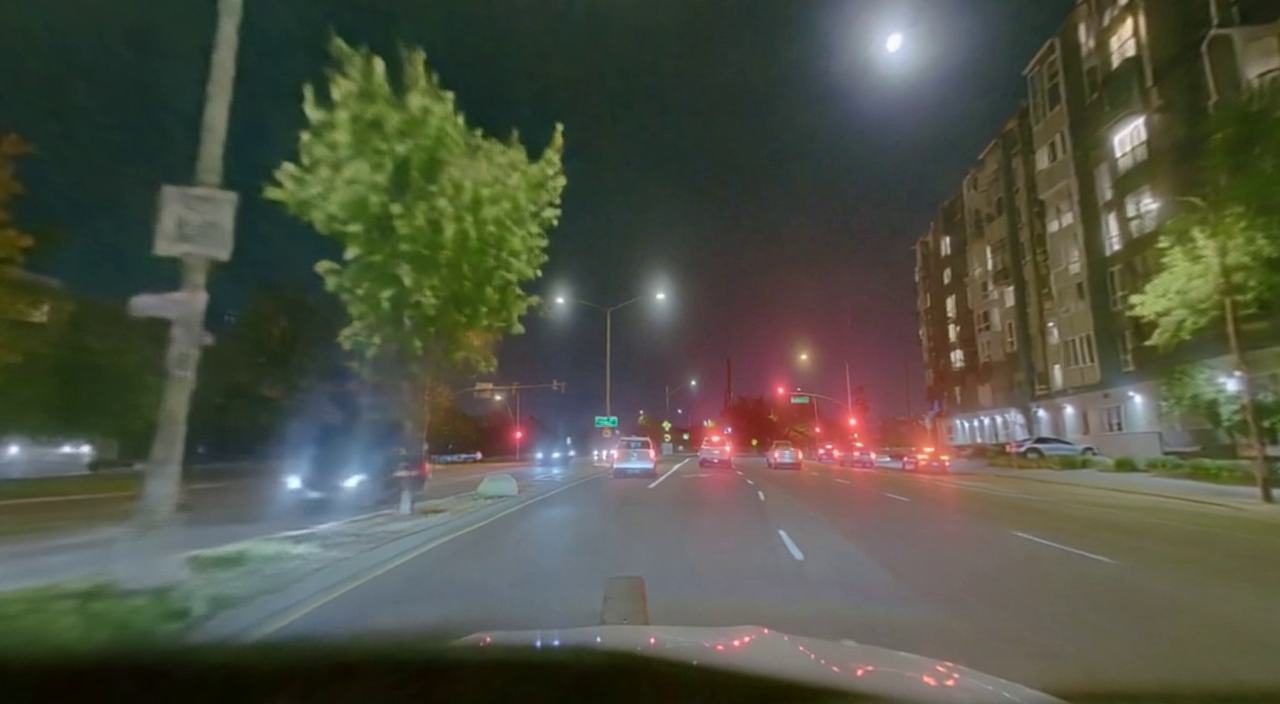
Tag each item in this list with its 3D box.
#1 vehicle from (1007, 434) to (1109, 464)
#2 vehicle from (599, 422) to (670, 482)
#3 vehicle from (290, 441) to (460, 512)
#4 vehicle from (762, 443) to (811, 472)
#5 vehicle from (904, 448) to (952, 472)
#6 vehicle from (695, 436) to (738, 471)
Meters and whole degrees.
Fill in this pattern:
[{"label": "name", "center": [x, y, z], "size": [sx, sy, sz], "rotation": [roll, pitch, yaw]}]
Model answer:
[{"label": "vehicle", "center": [27.715, 6.451, 42.004], "size": [5.050, 1.756, 2.206], "rotation": [-3, -10, 8]}, {"label": "vehicle", "center": [-0.090, 3.956, 25.156], "size": [2.396, 2.143, 4.824], "rotation": [-1, -8, 5]}, {"label": "vehicle", "center": [-6.254, 2.957, 15.572], "size": [1.955, 1.460, 4.434], "rotation": [-1, -8, 5]}, {"label": "vehicle", "center": [8.287, 5.982, 35.994], "size": [2.075, 1.486, 4.316], "rotation": [-1, -8, 5]}, {"label": "vehicle", "center": [18.531, 6.954, 40.744], "size": [1.706, 1.474, 3.761], "rotation": [-1, -9, 7]}, {"label": "vehicle", "center": [4.255, 5.664, 35.401], "size": [2.222, 1.841, 4.031], "rotation": [-1, -9, 6]}]
